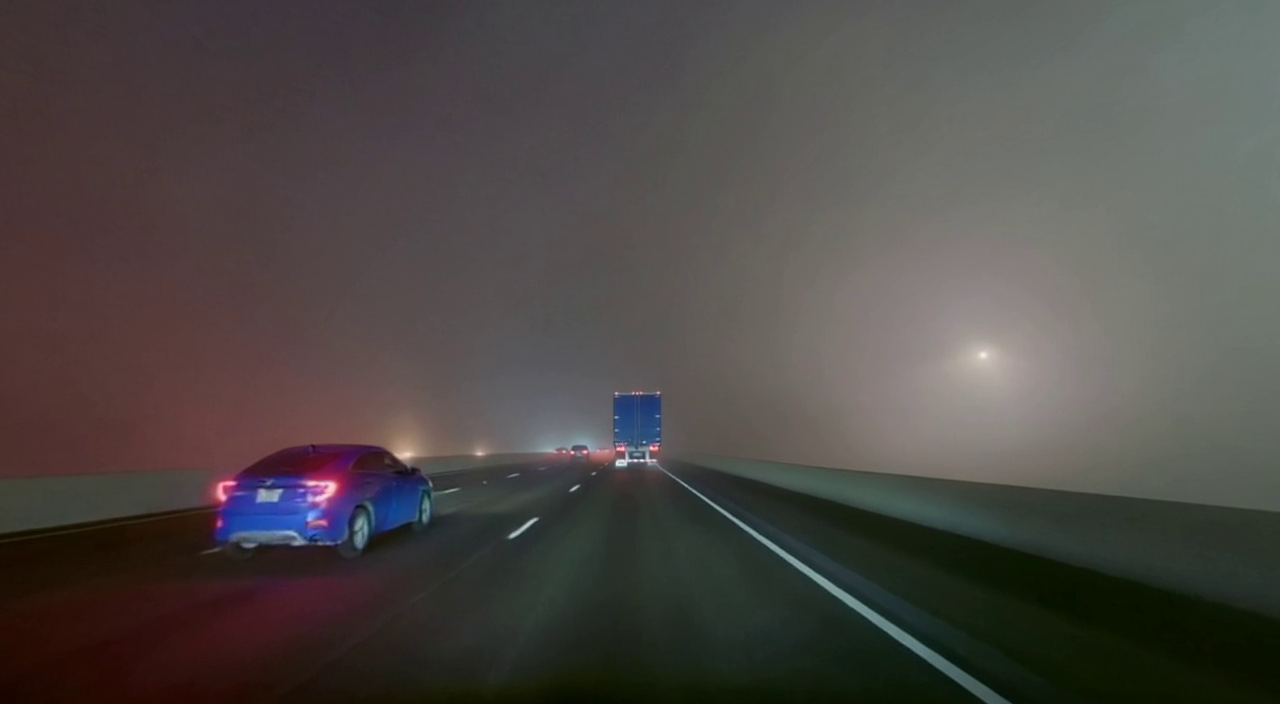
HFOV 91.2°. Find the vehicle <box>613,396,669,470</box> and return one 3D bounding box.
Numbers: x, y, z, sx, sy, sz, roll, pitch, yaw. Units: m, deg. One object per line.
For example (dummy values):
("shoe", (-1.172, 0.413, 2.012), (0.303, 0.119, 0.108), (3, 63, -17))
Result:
("vehicle", (-0.036, 5.381, 40.673), (3.123, 4.094, 10.812), (0, -9, -1))

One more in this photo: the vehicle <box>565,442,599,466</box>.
("vehicle", (-4.052, 7.237, 44.507), (2.006, 1.572, 4.082), (0, -9, 0))

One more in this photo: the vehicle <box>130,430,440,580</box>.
("vehicle", (-4.237, 1.858, 8.354), (1.895, 1.500, 3.808), (0, -9, 0))
